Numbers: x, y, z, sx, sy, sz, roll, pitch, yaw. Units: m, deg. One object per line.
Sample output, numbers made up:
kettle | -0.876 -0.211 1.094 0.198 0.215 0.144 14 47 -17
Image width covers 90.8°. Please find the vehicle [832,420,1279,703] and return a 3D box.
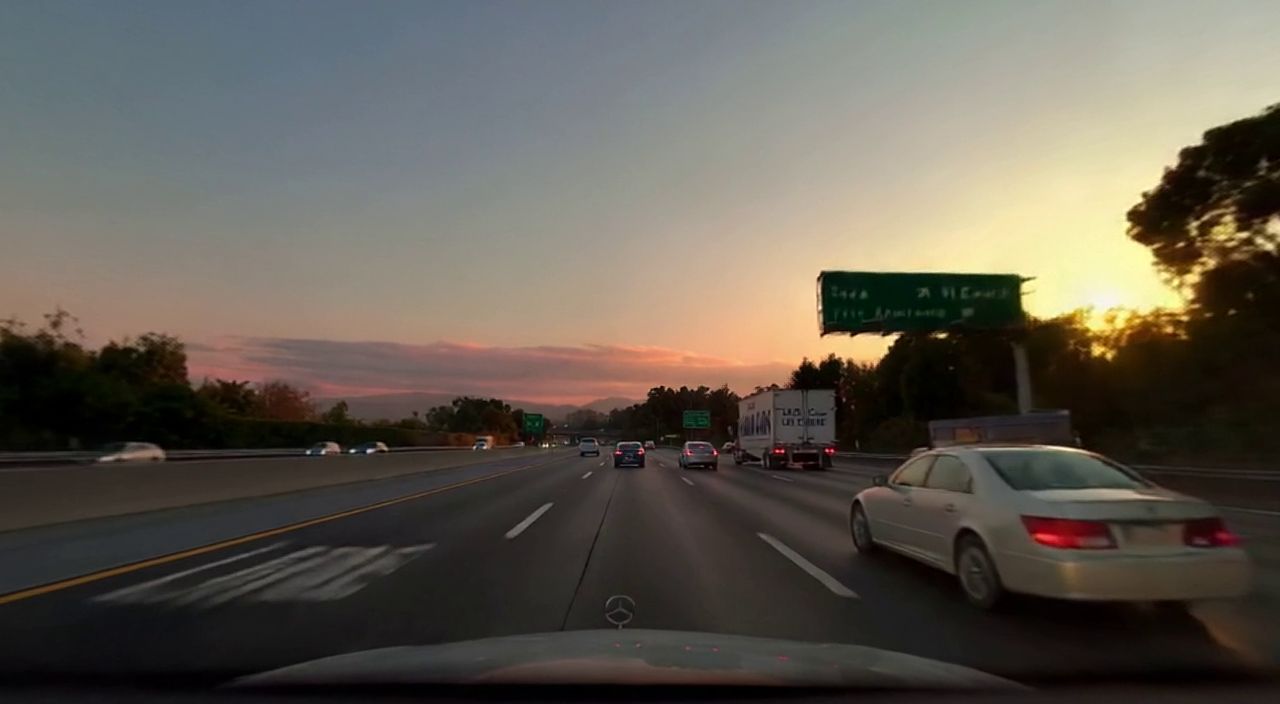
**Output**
vehicle | 3.254 1.371 5.213 1.865 1.427 4.448 0 -9 -1

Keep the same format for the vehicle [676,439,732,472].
vehicle | 3.029 5.051 31.035 1.993 1.504 4.781 0 -9 -3

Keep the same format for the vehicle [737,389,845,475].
vehicle | 7.128 4.054 31.469 2.799 3.655 8.627 0 -9 -3

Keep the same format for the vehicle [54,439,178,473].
vehicle | -24.620 4.888 29.950 1.853 1.466 4.711 0 -9 -1

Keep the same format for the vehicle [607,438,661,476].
vehicle | -0.300 4.433 26.970 2.098 1.475 3.997 0 -9 -2

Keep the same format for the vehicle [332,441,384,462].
vehicle | -21.252 7.481 47.807 1.874 1.496 4.682 0 -9 -1
